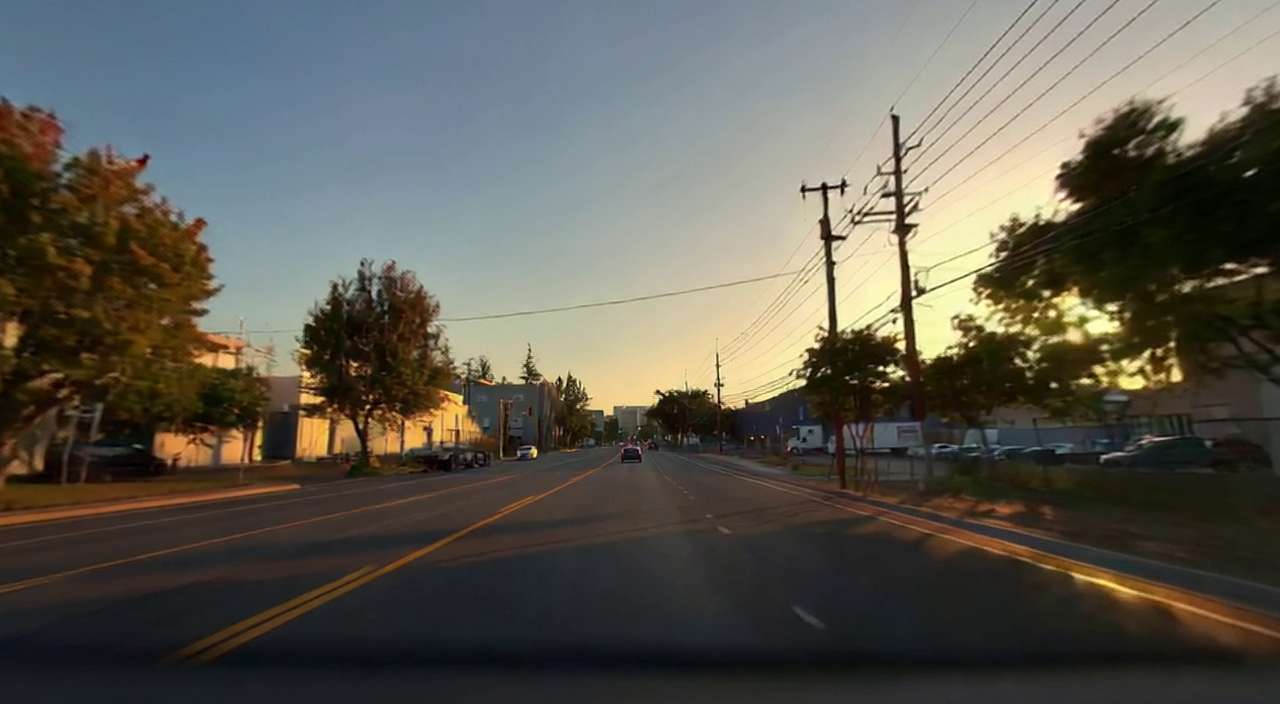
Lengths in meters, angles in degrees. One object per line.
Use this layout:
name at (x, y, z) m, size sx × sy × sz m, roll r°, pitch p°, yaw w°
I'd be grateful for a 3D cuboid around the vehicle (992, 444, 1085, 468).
vehicle at (25.745, 6.701, 40.917) m, size 4.625 × 1.484 × 1.997 m, roll -1°, pitch -8°, yaw 1°

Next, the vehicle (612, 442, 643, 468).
vehicle at (-0.791, 6.667, 41.253) m, size 1.937 × 1.588 × 3.746 m, roll 0°, pitch -8°, yaw 0°

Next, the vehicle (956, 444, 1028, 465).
vehicle at (25.768, 7.533, 46.374) m, size 4.134 × 1.441 × 1.836 m, roll -1°, pitch -8°, yaw 1°

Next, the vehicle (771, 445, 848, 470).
vehicle at (11.701, 7.316, 43.926) m, size 4.758 × 1.496 × 1.871 m, roll -2°, pitch -9°, yaw -1°

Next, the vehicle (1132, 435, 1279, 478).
vehicle at (24.828, 4.566, 27.679) m, size 4.805 × 1.781 × 1.974 m, roll 0°, pitch -8°, yaw 0°
